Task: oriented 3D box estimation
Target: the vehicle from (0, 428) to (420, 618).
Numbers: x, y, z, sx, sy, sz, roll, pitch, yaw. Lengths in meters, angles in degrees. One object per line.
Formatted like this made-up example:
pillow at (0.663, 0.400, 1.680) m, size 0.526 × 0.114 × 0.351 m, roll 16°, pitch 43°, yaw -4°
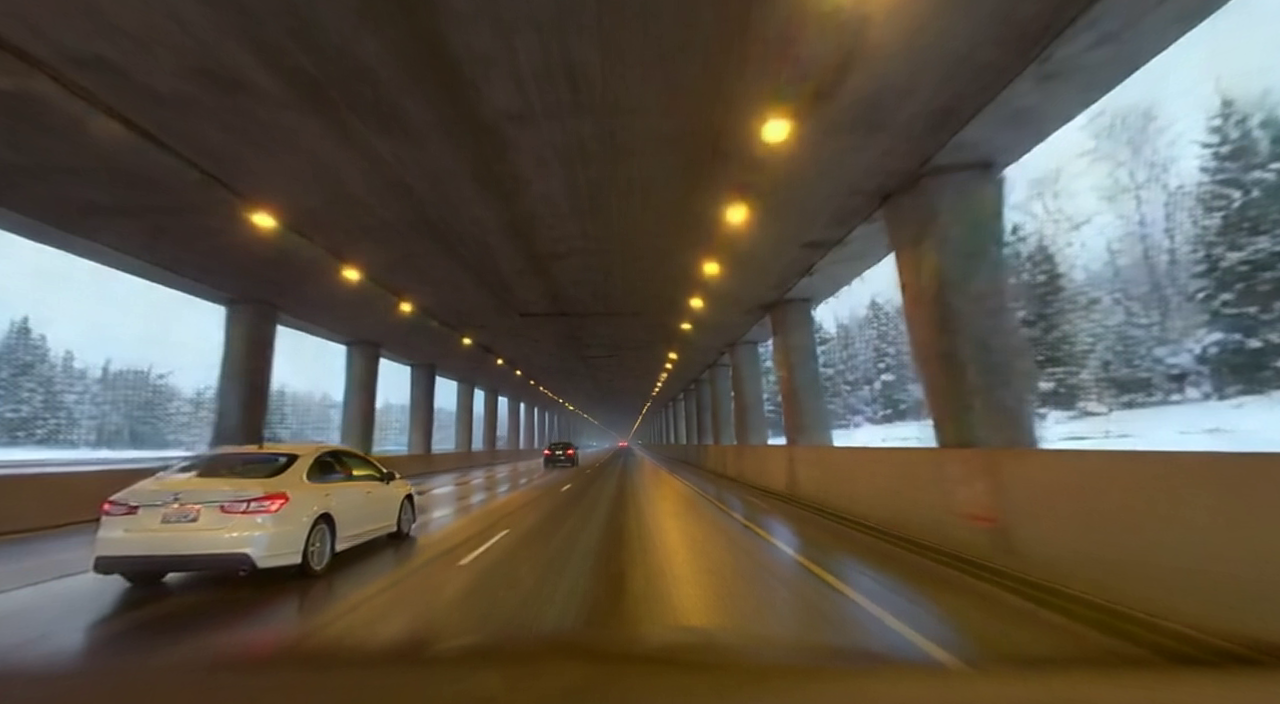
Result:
vehicle at (-4.142, 1.620, 7.021) m, size 1.885 × 1.424 × 4.230 m, roll 0°, pitch -8°, yaw -1°

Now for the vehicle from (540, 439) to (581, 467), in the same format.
vehicle at (-4.581, 5.853, 36.697) m, size 1.973 × 1.474 × 4.199 m, roll 0°, pitch -8°, yaw -1°
